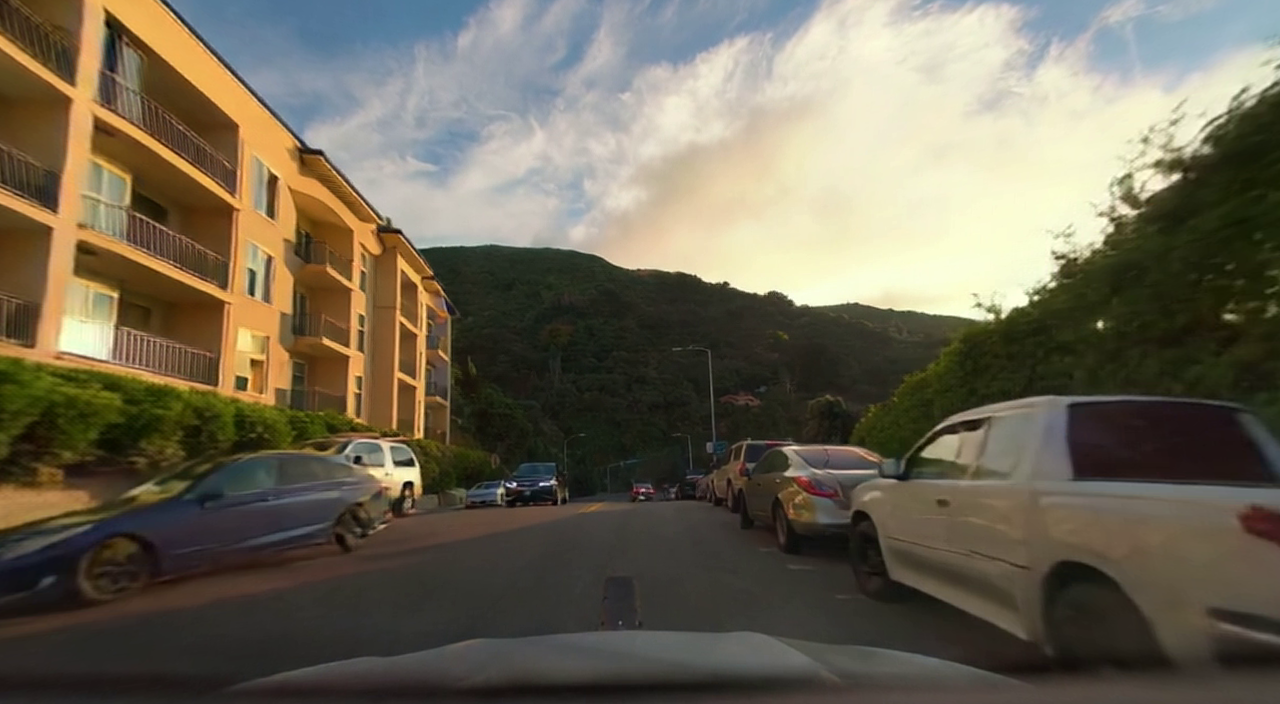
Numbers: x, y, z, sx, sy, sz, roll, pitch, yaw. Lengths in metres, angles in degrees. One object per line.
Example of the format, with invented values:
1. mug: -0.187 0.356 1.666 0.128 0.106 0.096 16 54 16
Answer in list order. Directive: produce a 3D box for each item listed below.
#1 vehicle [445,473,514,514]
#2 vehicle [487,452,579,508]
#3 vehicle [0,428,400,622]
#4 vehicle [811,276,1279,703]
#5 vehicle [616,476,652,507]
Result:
1. vehicle: -6.705 5.954 26.775 1.772 1.415 4.361 1 -9 0
2. vehicle: -3.378 4.311 20.873 2.102 1.621 4.627 0 -13 1
3. vehicle: -5.116 1.689 7.319 1.856 1.474 4.522 -3 -9 18
4. vehicle: 2.788 1.033 4.003 2.072 1.830 4.744 0 -8 0
5. vehicle: -0.422 9.073 41.186 2.201 1.731 3.854 1 -8 -3
